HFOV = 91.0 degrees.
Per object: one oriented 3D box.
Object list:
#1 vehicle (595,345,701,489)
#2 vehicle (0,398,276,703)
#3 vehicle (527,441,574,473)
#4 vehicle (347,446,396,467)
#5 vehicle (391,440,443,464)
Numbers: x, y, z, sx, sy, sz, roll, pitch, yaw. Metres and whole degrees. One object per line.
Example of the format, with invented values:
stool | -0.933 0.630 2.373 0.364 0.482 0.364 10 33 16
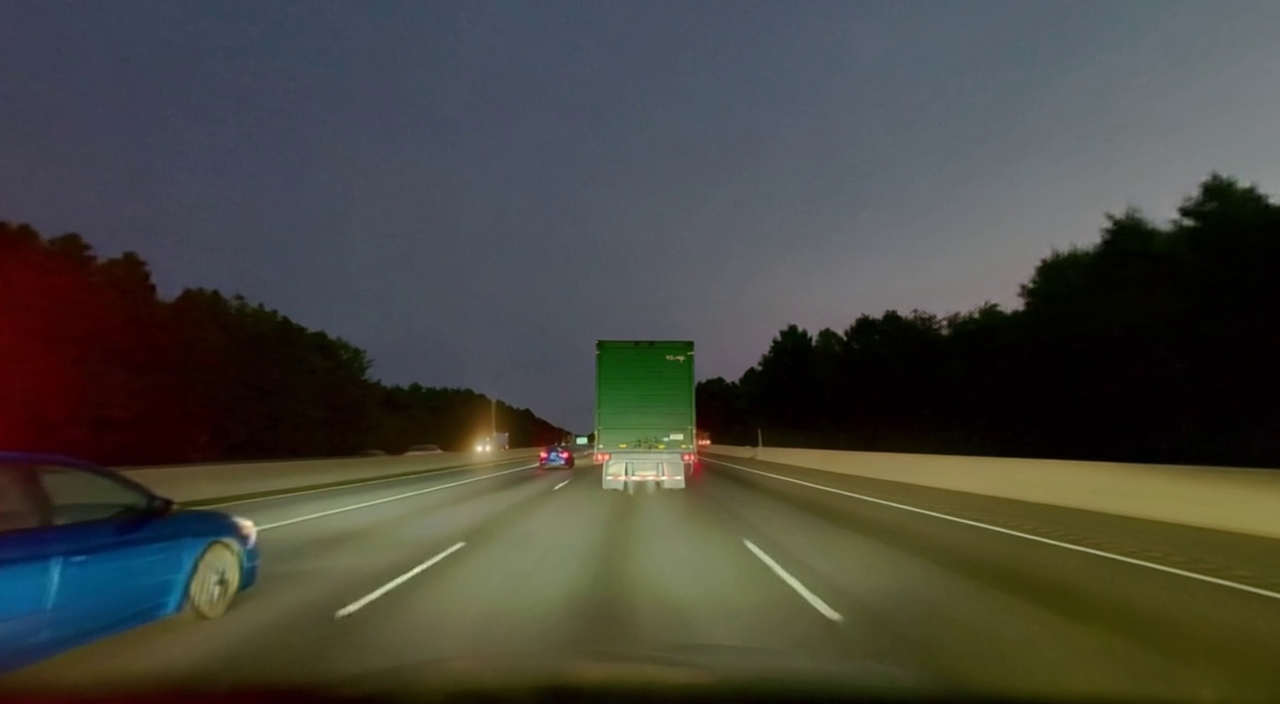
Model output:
vehicle | 0.119 2.641 23.735 3.073 4.196 10.546 0 -8 -1
vehicle | -4.280 1.018 3.091 2.116 1.571 4.849 0 -8 -1
vehicle | -4.579 5.450 32.815 1.854 1.530 4.268 0 -8 0
vehicle | -20.143 7.855 47.387 1.791 1.462 4.349 0 -8 0
vehicle | -16.671 7.510 47.349 2.082 1.655 4.885 0 -8 0
